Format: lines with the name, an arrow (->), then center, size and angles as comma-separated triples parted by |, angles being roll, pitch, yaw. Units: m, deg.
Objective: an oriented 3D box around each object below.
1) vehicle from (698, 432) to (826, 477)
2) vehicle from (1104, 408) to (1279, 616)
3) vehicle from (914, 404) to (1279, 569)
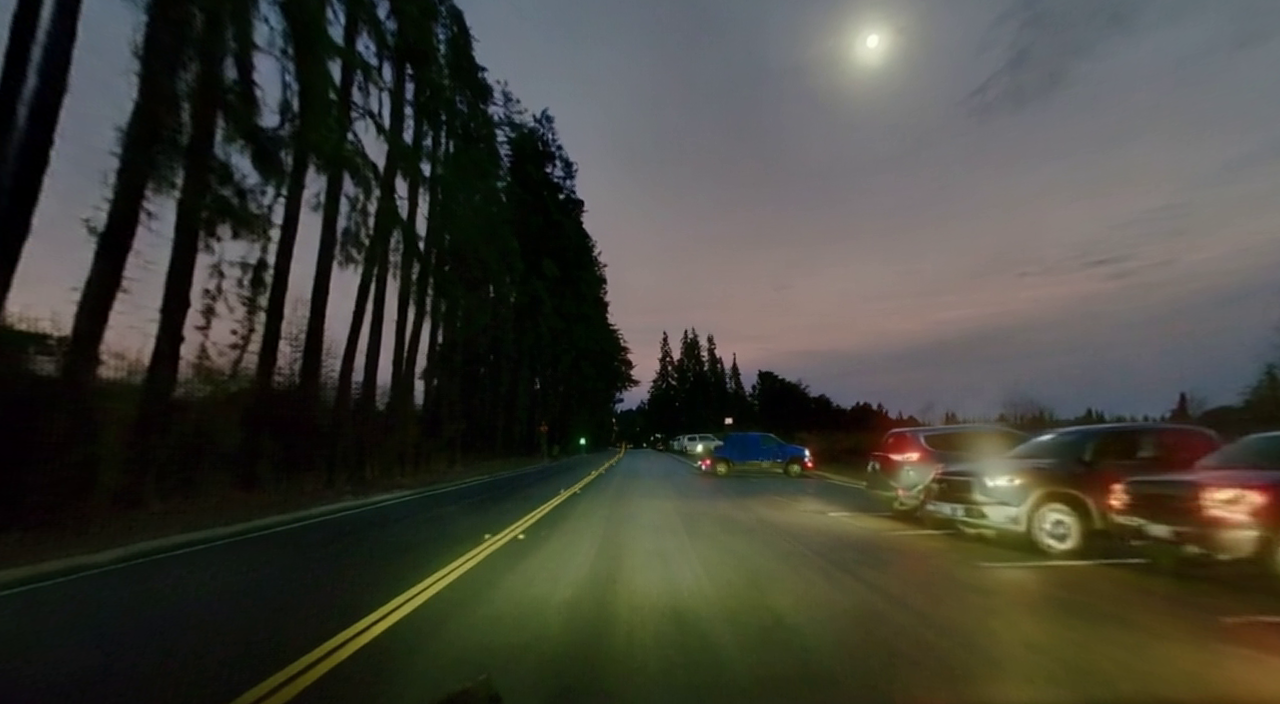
vehicle -> 5.935, 5.079, 31.442 | 5.797, 2.070, 2.502 | 0, -9, -1
vehicle -> 7.215, 1.448, 6.109 | 3.926, 1.708, 1.945 | 0, -9, -4
vehicle -> 6.716, 1.721, 8.600 | 4.937, 1.879, 2.156 | 0, -9, -5
